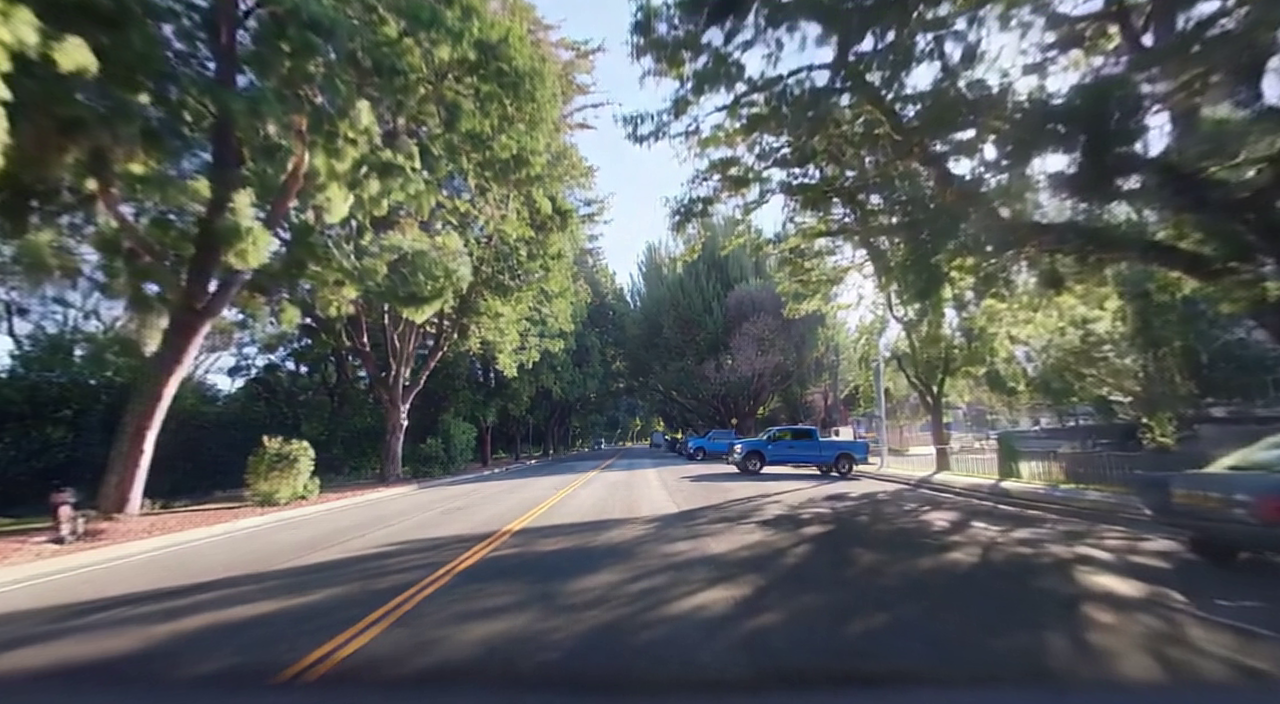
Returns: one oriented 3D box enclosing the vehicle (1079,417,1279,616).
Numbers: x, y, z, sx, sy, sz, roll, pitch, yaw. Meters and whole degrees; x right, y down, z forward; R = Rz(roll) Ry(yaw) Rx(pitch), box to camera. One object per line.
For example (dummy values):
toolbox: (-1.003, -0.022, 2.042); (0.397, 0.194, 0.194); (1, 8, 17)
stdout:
vehicle: (7.093, 1.491, 6.280); (3.937, 1.597, 2.004); (0, -8, -2)

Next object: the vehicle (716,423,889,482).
vehicle: (5.946, 3.775, 23.842); (5.797, 2.070, 2.502); (0, -8, -1)
